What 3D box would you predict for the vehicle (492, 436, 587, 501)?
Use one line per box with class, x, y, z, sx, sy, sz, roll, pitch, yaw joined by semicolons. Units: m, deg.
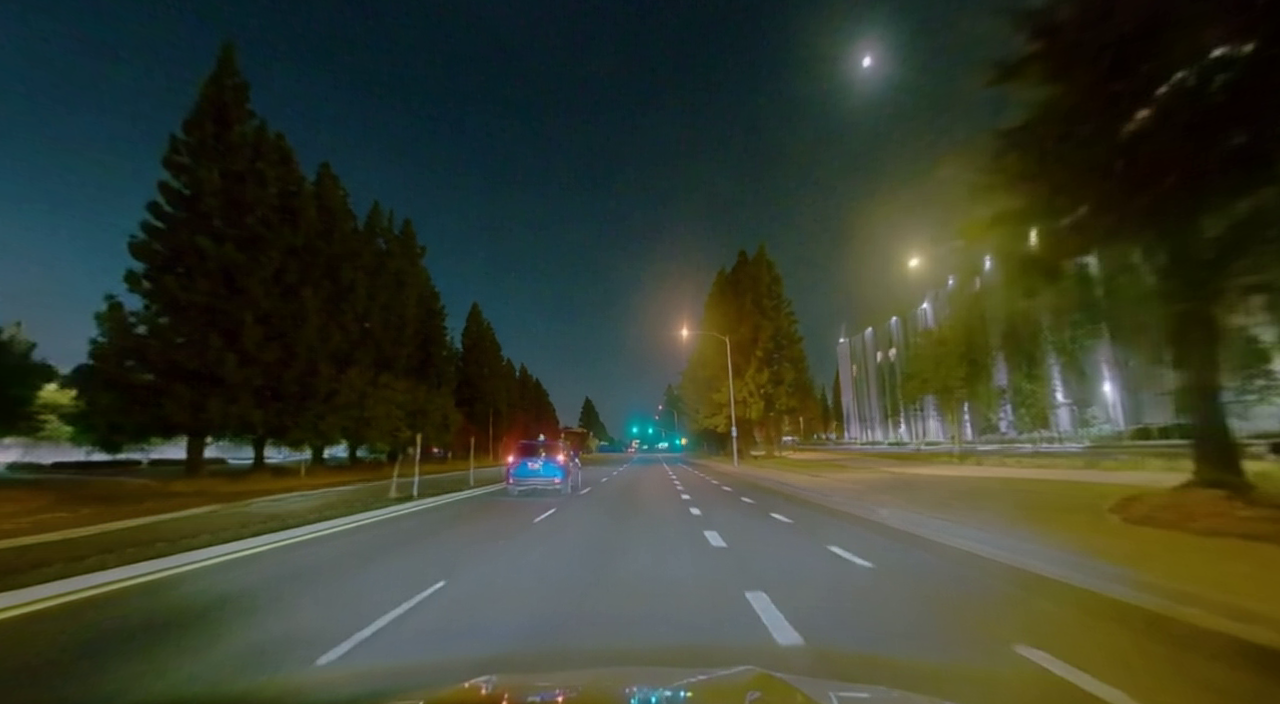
vehicle;-2.918;3.500;19.392;2.121;1.724;4.392;0;-9;1
